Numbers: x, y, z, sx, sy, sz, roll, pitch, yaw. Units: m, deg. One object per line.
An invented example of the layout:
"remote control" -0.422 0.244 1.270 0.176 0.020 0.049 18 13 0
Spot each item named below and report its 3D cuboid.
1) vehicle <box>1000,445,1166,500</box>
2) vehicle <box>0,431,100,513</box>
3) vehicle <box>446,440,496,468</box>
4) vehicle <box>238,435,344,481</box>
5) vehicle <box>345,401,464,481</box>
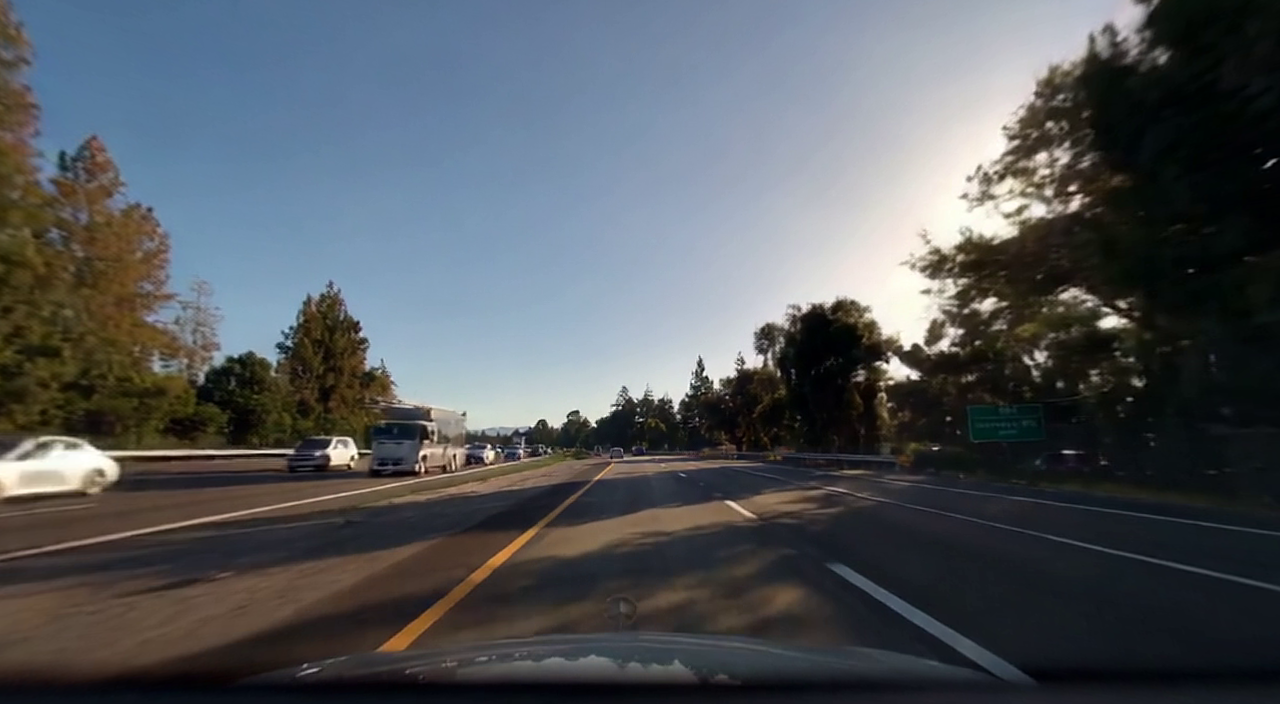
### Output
"vehicle" 14.078 3.819 20.353 1.941 1.536 4.585 0 -8 -2
"vehicle" -12.680 2.157 11.097 1.927 1.494 5.040 0 -8 -3
"vehicle" -9.545 5.812 35.758 1.839 1.474 4.225 0 -8 -2
"vehicle" -13.734 4.167 24.978 1.947 1.647 4.183 0 -8 -3
"vehicle" -8.833 3.496 24.472 2.356 2.637 6.975 0 -8 -4
